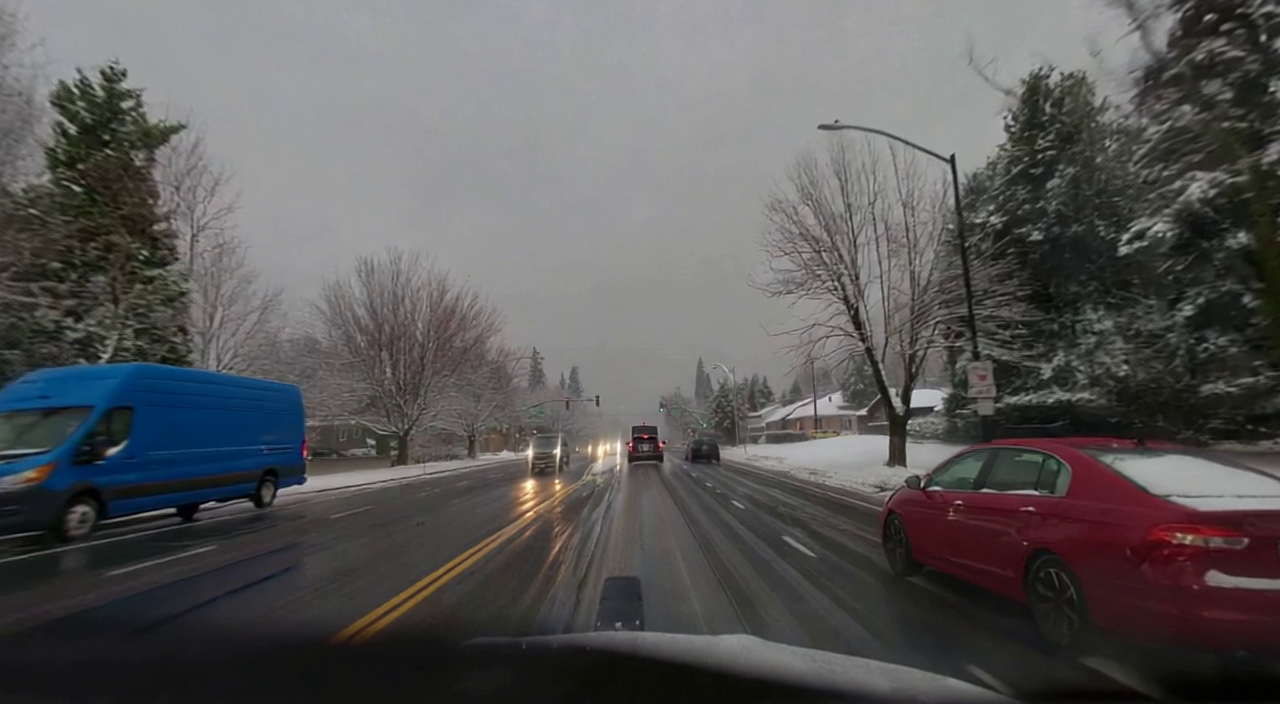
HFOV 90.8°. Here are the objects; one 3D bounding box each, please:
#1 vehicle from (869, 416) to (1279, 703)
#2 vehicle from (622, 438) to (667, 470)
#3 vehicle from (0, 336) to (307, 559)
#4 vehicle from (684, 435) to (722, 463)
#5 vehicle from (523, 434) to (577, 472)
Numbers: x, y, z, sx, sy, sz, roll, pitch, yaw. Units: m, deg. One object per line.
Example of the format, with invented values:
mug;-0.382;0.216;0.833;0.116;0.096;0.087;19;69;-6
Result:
vehicle;3.619;1.330;4.957;1.973;1.447;4.402;0;-8;0
vehicle;0.209;5.171;32.217;2.114;1.483;4.207;0;-8;0
vehicle;-10.889;2.096;13.692;2.754;3.338;8.405;0;-9;-1
vehicle;4.408;6.834;44.719;2.187;1.847;4.553;0;-8;0
vehicle;-4.450;5.109;32.126;2.054;1.772;4.817;0;-8;0
